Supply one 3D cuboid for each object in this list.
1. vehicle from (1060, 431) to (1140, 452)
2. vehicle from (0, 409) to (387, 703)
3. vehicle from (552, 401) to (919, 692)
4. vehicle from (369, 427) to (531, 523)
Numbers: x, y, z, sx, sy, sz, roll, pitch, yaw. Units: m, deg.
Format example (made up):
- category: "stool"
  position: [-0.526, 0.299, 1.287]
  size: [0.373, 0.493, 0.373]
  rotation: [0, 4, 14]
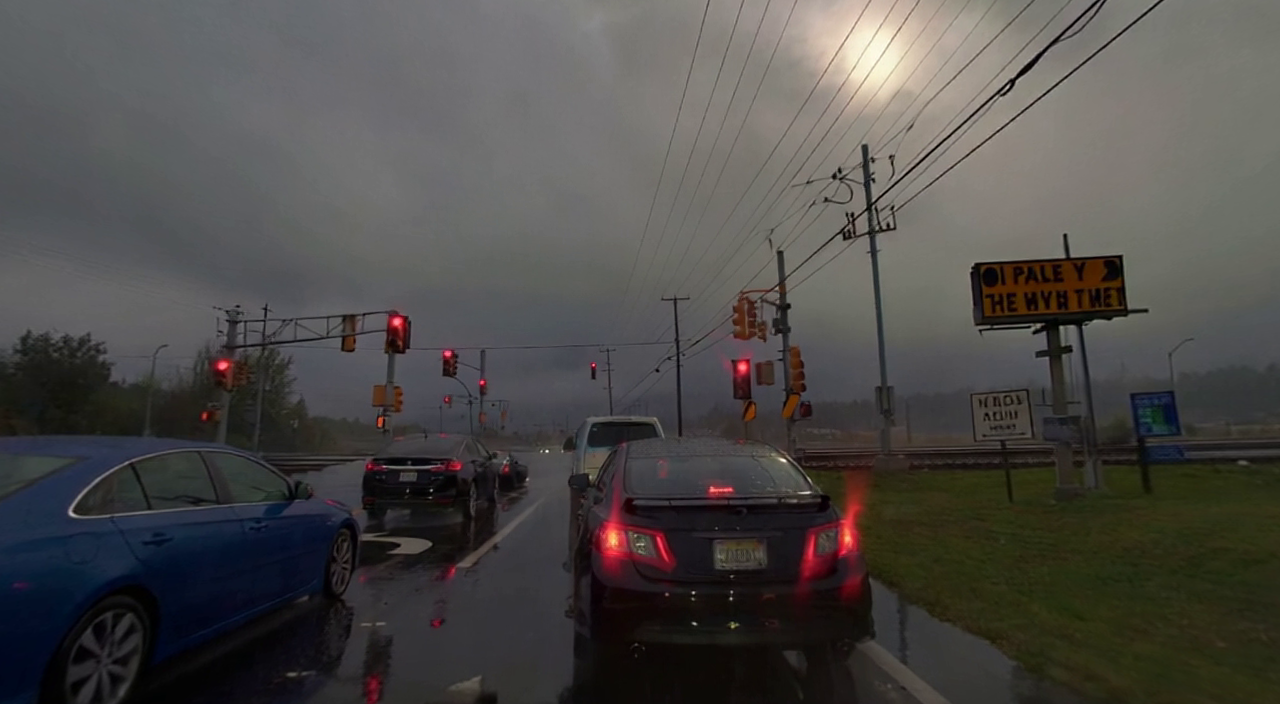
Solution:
- category: "vehicle"
  position: [34.010, 6.627, 46.787]
  size: [4.453, 1.476, 1.887]
  rotation: [0, -9, 0]
- category: "vehicle"
  position: [-3.711, 1.250, 4.458]
  size: [1.956, 1.468, 4.585]
  rotation: [0, -9, 0]
- category: "vehicle"
  position: [0.405, 1.338, 5.460]
  size: [1.998, 1.529, 3.960]
  rotation: [1, -9, -4]
- category: "vehicle"
  position: [-3.360, 2.260, 12.085]
  size: [1.984, 1.505, 3.982]
  rotation: [0, -9, -2]
